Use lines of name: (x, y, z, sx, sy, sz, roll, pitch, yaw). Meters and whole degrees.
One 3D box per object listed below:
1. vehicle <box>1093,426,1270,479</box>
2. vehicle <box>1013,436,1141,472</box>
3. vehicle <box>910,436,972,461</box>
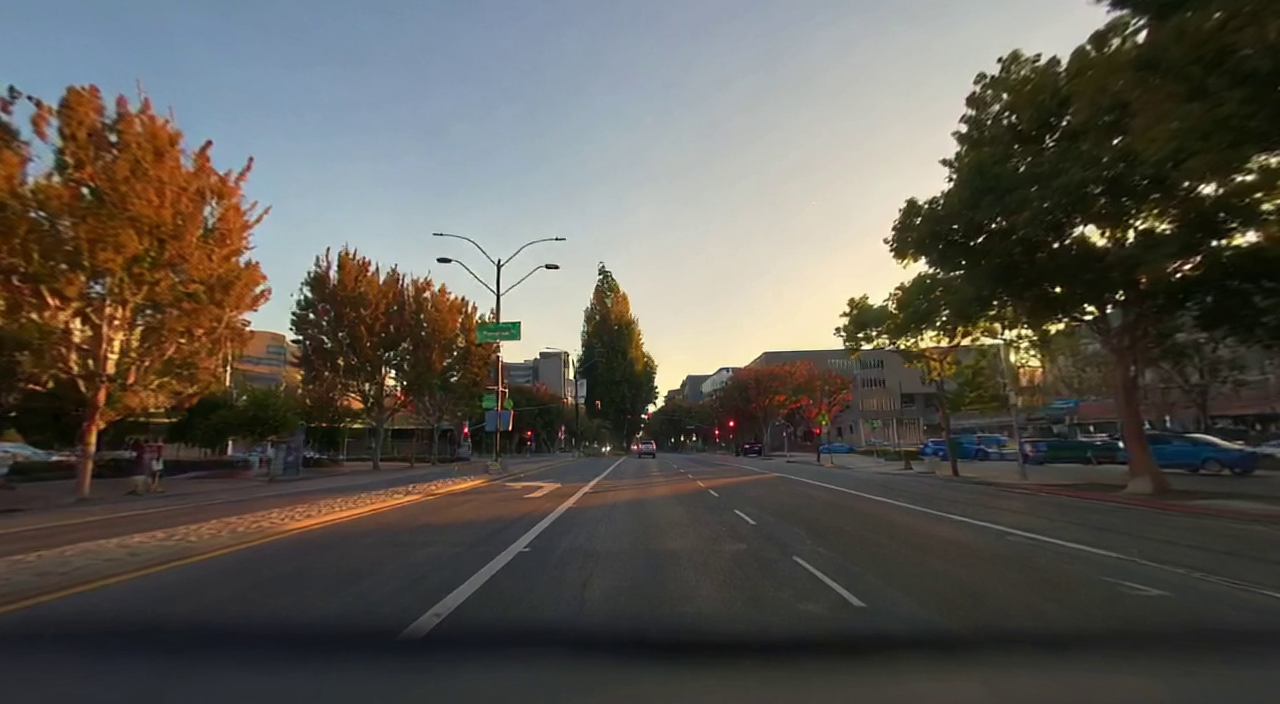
vehicle: (18.593, 3.476, 21.989, 4.390, 1.630, 2.131, -6, -10, 36)
vehicle: (19.036, 4.468, 27.710, 4.348, 1.448, 1.976, -6, -10, 29)
vehicle: (19.281, 6.219, 40.568, 1.842, 1.495, 4.474, 0, -8, 1)
